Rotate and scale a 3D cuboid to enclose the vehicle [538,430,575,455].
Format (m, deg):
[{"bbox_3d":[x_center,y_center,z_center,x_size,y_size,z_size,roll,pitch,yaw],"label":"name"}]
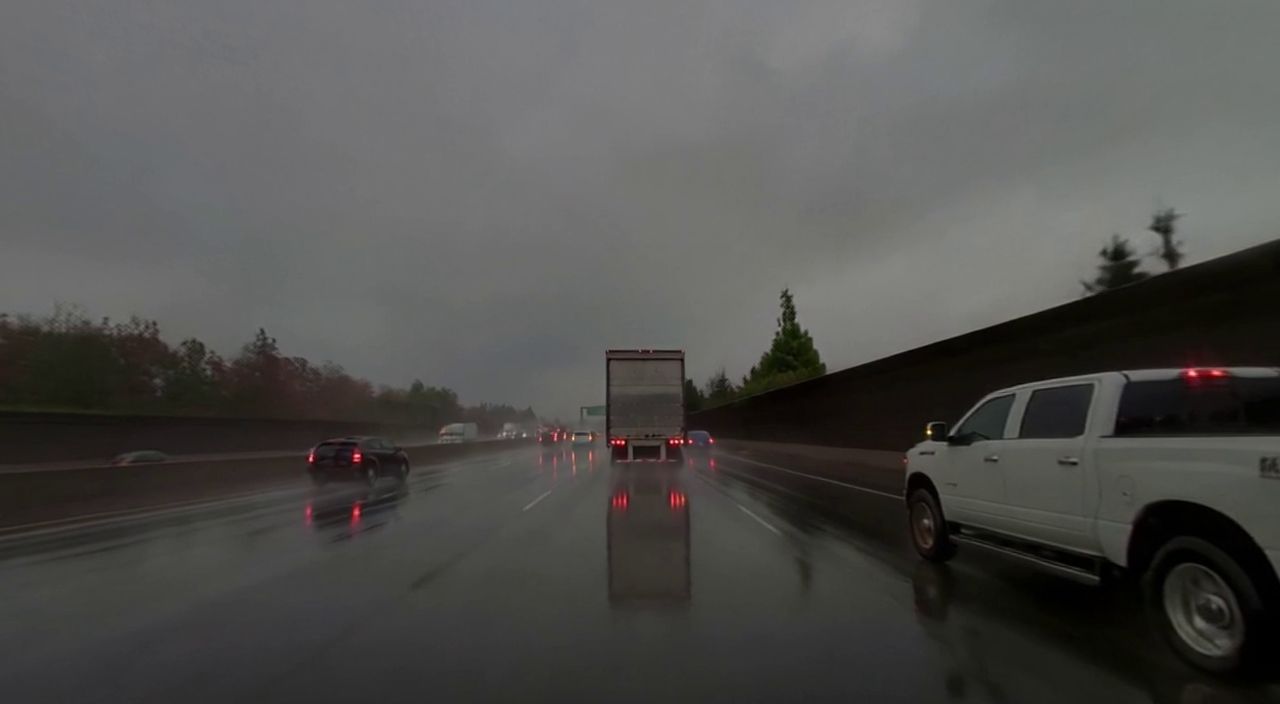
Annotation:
[{"bbox_3d":[-5.715,6.258,43.633,2.134,1.650,4.133,0,-8,-2],"label":"vehicle"}]

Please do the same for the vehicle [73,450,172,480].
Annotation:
[{"bbox_3d":[-30.705,6.684,37.518,1.840,1.591,4.869,0,-8,-1],"label":"vehicle"}]

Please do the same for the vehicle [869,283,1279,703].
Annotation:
[{"bbox_3d":[3.588,0.873,4.229,2.118,1.832,4.901,0,-8,-1],"label":"vehicle"}]

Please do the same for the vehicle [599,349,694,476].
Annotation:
[{"bbox_3d":[-0.074,2.558,24.675,2.904,3.915,10.473,0,-8,-3],"label":"vehicle"}]

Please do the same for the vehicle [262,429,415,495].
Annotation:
[{"bbox_3d":[-7.702,2.810,16.571,2.059,1.500,4.001,0,-8,-1],"label":"vehicle"}]

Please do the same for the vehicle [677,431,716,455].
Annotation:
[{"bbox_3d":[3.761,6.089,42.404,2.044,1.508,4.716,0,-8,-2],"label":"vehicle"}]
